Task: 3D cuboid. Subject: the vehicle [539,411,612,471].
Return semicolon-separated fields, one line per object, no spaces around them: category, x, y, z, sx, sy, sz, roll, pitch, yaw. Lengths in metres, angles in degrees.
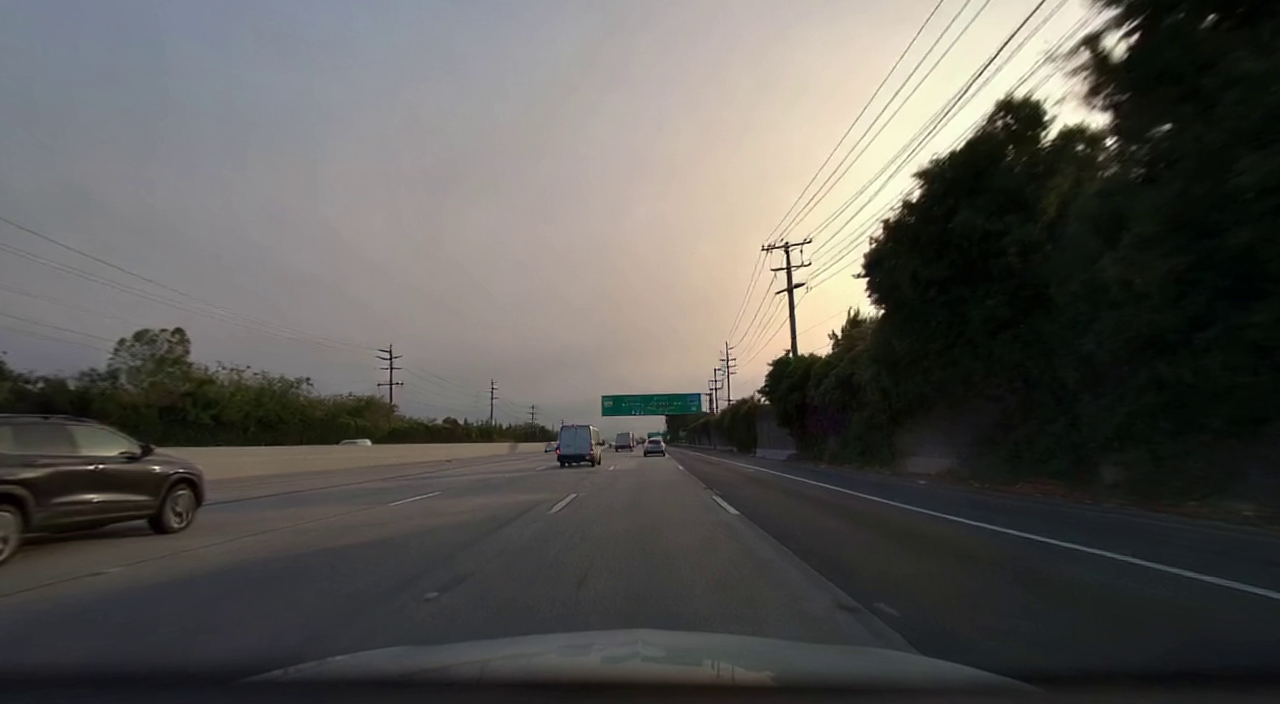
vehicle;-3.341;5.052;35.361;2.915;2.885;9.394;0;-9;1

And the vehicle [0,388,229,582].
vehicle;-7.410;1.413;6.887;2.192;1.893;5.330;0;-9;0

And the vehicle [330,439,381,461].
vehicle;-21.017;7.261;46.717;1.771;1.517;4.056;0;-9;2
